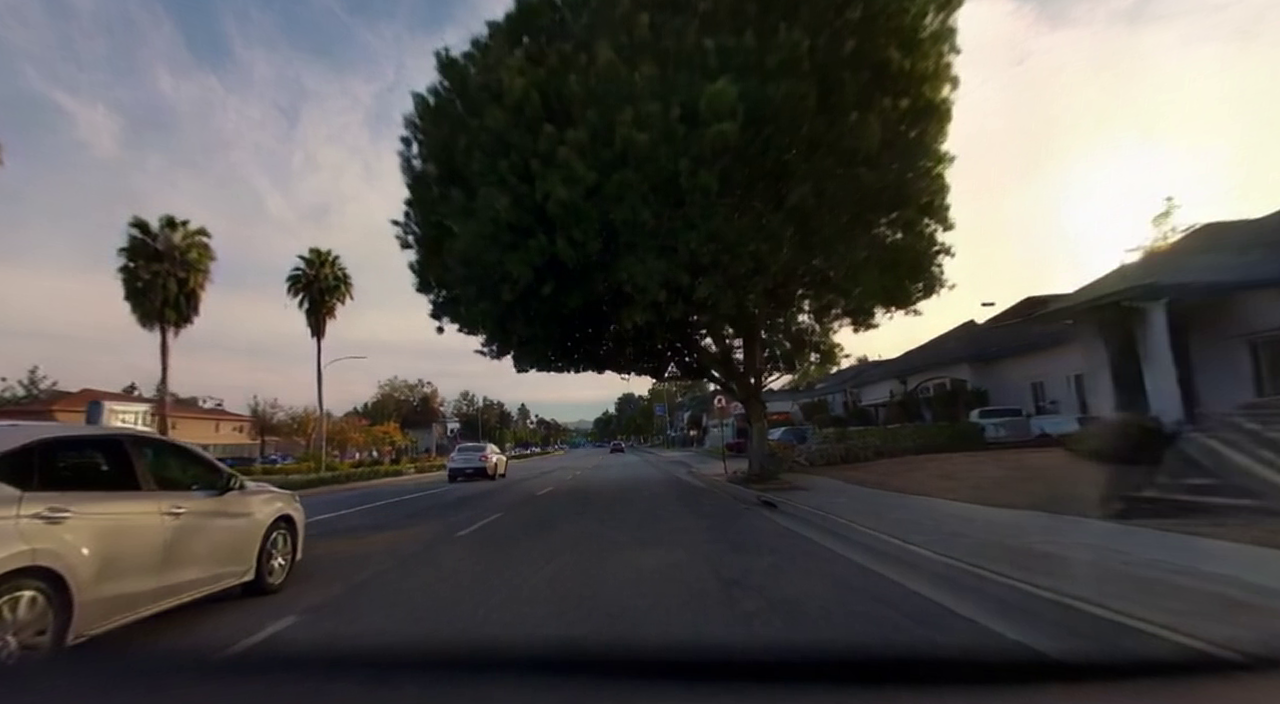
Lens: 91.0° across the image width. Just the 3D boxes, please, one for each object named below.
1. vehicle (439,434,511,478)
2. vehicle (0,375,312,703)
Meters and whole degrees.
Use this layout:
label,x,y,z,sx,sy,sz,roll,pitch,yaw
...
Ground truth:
label,x,y,z,sx,sy,sz,roll,pitch,yaw
vehicle,-7.460,4.755,28.959,2.136,1.844,4.363,0,-8,0
vehicle,-4.101,1.058,3.757,2.041,1.666,4.182,0,-8,-1
